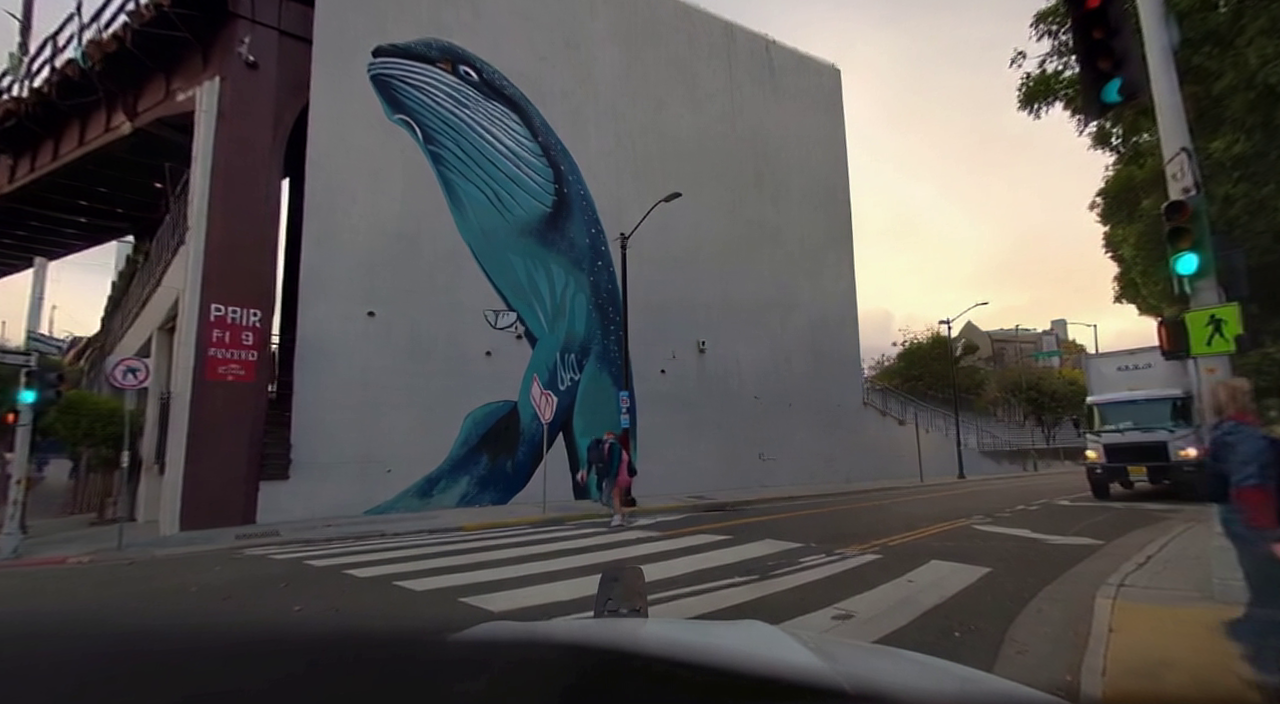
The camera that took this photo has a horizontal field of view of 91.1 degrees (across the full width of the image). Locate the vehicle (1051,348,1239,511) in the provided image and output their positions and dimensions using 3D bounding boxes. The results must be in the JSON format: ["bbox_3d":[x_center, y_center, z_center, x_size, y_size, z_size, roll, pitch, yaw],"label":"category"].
[{"bbox_3d":[15.796,2.432,19.279,9.347,3.893,2.849,7,-11,-43],"label":"vehicle"}]
